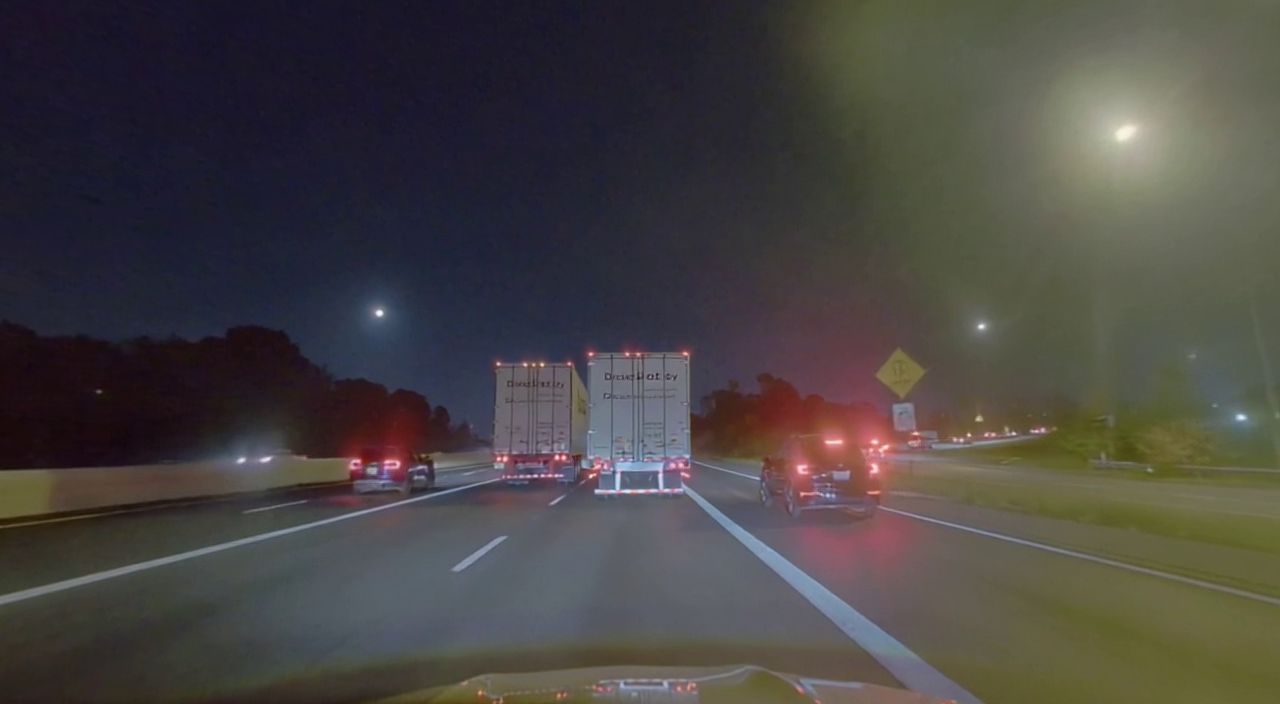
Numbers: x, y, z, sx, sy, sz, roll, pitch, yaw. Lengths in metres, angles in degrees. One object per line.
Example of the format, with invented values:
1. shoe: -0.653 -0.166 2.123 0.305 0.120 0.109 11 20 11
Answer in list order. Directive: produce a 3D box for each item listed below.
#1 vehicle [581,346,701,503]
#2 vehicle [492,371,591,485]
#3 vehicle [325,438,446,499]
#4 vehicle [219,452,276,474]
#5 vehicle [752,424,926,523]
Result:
1. vehicle: -0.035 2.473 20.392 2.910 3.828 9.805 0 -9 -1
2. vehicle: -3.979 3.562 28.493 2.888 4.154 10.960 0 -9 -1
3. vehicle: -7.863 3.623 20.045 2.017 1.694 4.420 0 -9 -1
4. vehicle: -28.236 7.986 45.540 1.719 1.444 3.739 0 -9 -1
5. vehicle: 4.004 2.532 13.753 2.136 1.753 4.644 0 -9 -2
